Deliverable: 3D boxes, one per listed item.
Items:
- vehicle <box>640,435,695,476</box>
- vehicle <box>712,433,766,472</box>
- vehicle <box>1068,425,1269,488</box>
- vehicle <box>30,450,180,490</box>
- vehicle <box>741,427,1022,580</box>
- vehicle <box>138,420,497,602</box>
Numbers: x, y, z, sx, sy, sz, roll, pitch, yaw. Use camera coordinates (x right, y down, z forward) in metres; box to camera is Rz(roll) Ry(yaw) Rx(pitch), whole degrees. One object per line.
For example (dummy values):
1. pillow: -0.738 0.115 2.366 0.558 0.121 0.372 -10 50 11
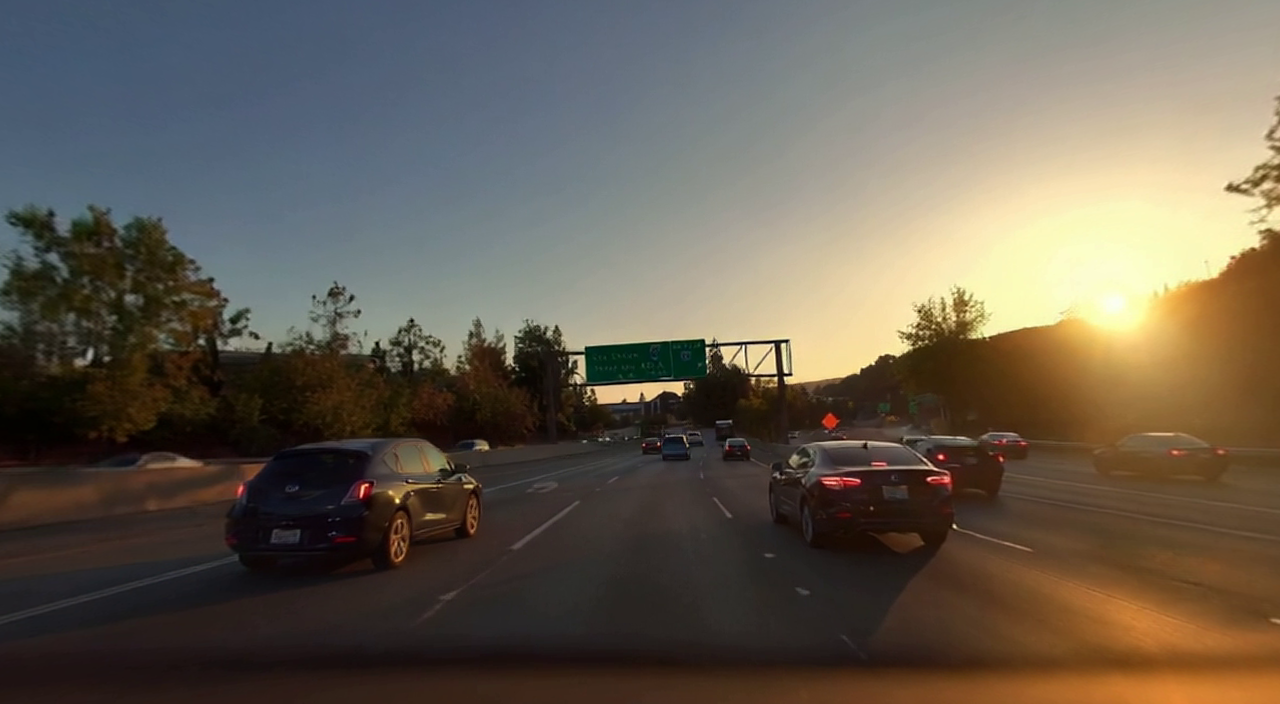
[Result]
1. vehicle: 1.219 4.477 27.329 2.201 1.614 3.803 -1 -9 4
2. vehicle: 4.602 4.755 29.849 2.076 1.684 4.241 -1 -9 4
3. vehicle: 14.652 2.939 17.928 1.976 1.548 4.687 -1 -9 6
4. vehicle: -22.533 4.960 26.855 1.932 1.518 4.817 -1 -9 4
5. vehicle: 2.752 1.852 8.543 2.009 1.489 4.559 0 -9 0
6. vehicle: -3.327 1.728 7.773 1.937 1.558 4.469 0 -9 2
